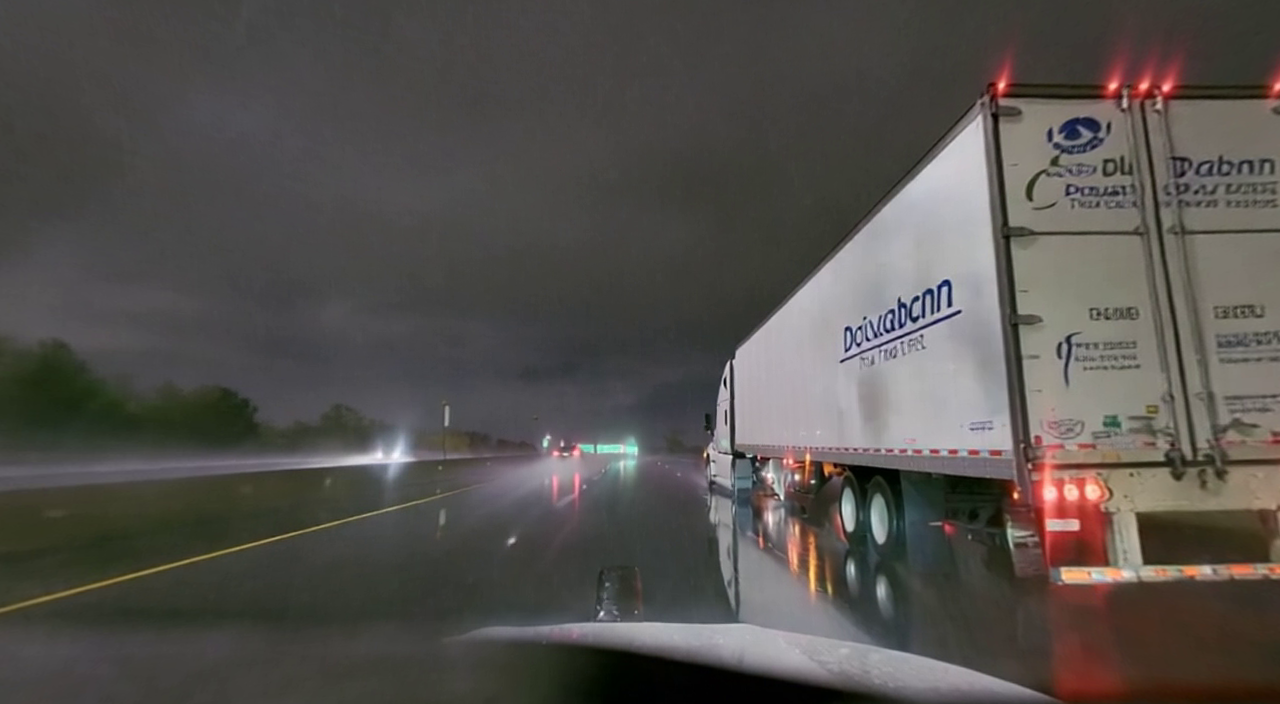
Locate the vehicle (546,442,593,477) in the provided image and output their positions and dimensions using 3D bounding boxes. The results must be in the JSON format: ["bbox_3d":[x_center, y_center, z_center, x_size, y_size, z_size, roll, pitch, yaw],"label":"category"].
[{"bbox_3d":[-3.604,5.585,33.095,2.030,1.657,3.926,0,-8,0],"label":"vehicle"}]

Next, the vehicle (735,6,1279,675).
[{"bbox_3d":[3.964,0.699,10.145,2.962,4.132,12.720,0,-8,0],"label":"vehicle"}]
